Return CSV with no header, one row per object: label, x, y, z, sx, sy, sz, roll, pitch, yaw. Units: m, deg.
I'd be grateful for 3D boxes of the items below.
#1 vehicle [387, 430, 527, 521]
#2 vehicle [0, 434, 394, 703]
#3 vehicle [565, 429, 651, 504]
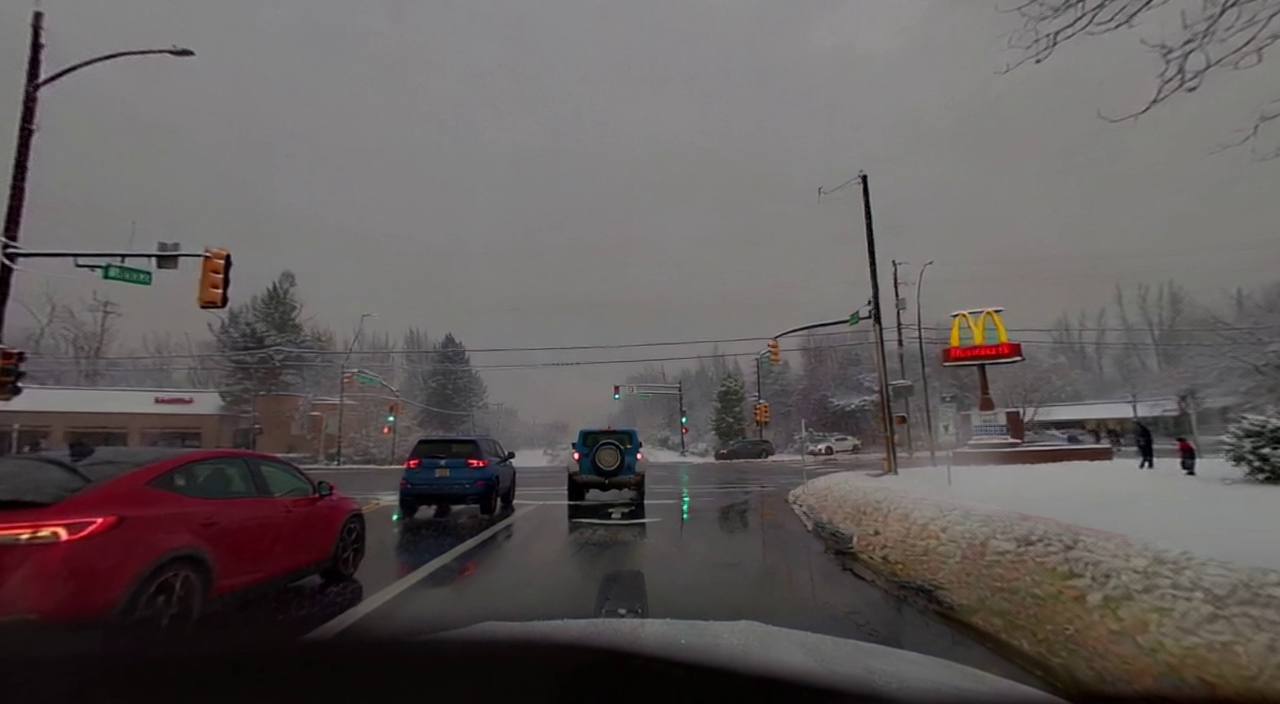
vehicle,-4.136,2.855,15.197,2.130,1.819,4.497,0,-8,-2
vehicle,-3.976,1.489,5.428,1.941,1.479,4.541,0,-8,-1
vehicle,-0.933,3.314,18.766,2.224,1.923,4.643,1,-8,-3
